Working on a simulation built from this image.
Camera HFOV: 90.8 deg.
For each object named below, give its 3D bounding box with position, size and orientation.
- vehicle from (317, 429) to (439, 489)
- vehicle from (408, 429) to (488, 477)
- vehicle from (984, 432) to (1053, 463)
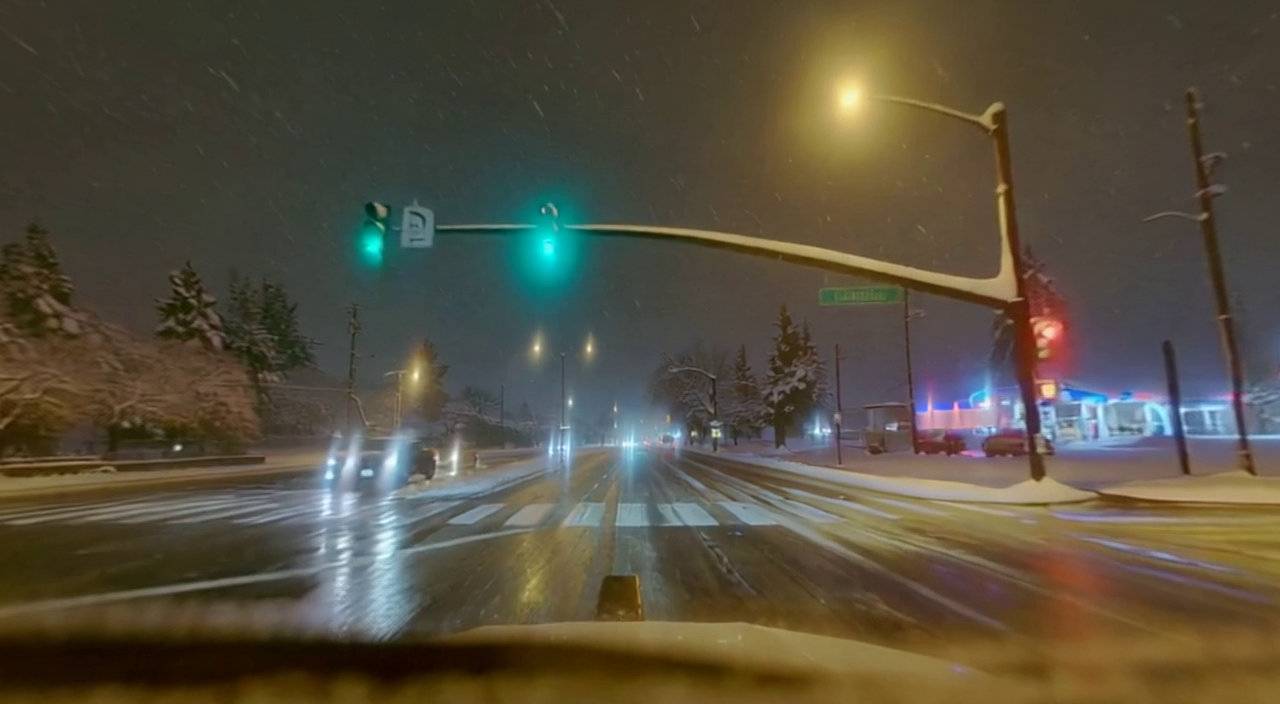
[{"bbox_3d":[-8.484,3.479,21.068,1.946,1.710,5.044,-1,-8,0],"label":"vehicle"},{"bbox_3d":[-8.364,4.414,28.032,2.037,1.799,4.928,-3,-7,0],"label":"vehicle"},{"bbox_3d":[20.235,5.075,33.690,2.094,1.488,4.433,-8,-11,43],"label":"vehicle"}]
